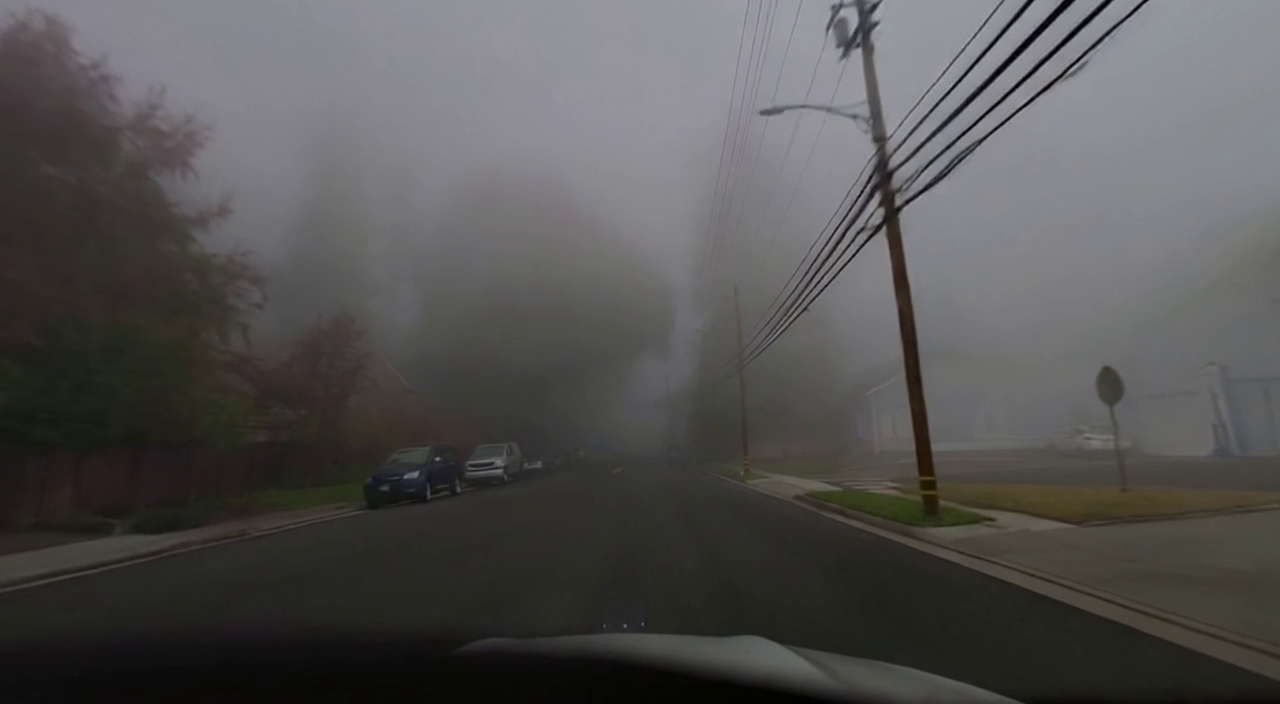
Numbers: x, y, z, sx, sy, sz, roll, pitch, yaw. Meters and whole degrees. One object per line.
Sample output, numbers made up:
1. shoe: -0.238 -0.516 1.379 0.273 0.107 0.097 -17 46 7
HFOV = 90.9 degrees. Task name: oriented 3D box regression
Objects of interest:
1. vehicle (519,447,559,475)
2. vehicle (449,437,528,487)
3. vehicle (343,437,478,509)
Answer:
1. vehicle: -6.813 7.359 42.909 1.852 1.510 4.812 -4 -7 -1
2. vehicle: -6.642 4.845 28.417 2.144 1.955 6.159 0 -7 -1
3. vehicle: -6.666 3.528 19.102 2.120 1.799 5.370 -1 -8 0
